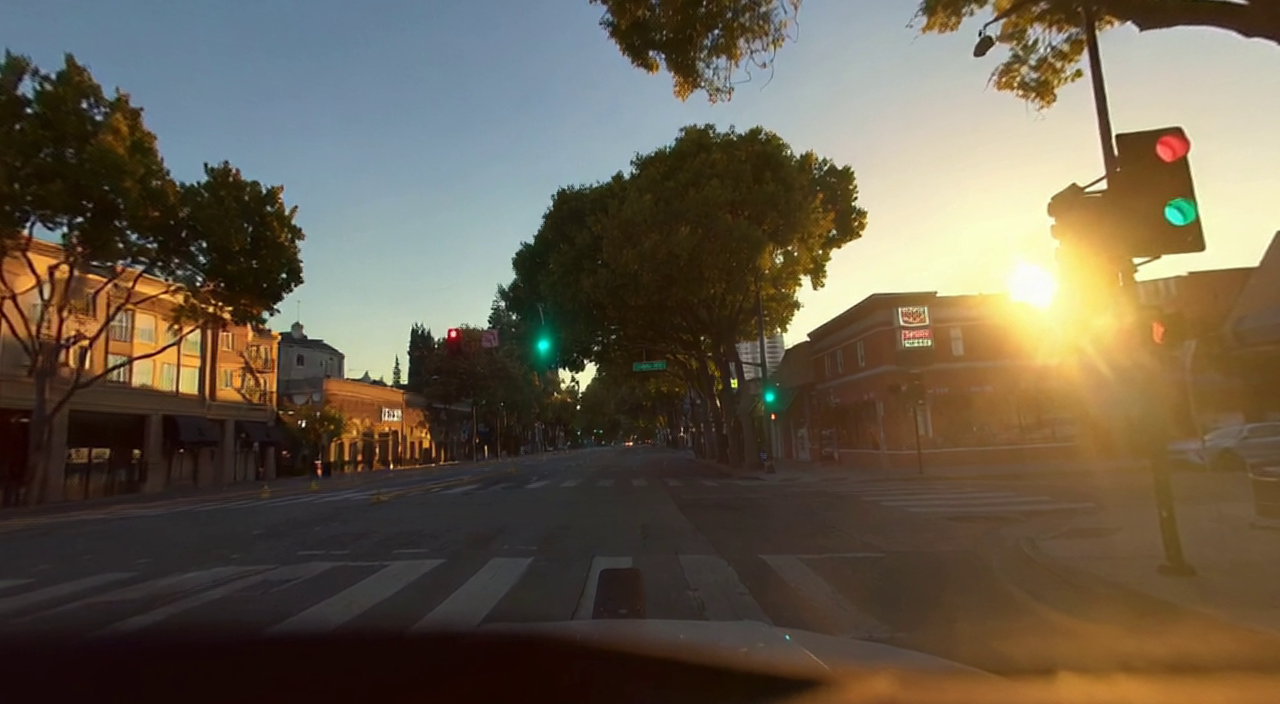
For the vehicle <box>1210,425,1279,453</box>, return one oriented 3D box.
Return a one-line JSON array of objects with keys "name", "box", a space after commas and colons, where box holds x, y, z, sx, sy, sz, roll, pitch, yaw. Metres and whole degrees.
[{"name": "vehicle", "box": [35.311, 4.858, 35.283, 4.493, 1.453, 1.849, -3, -9, 2]}]
